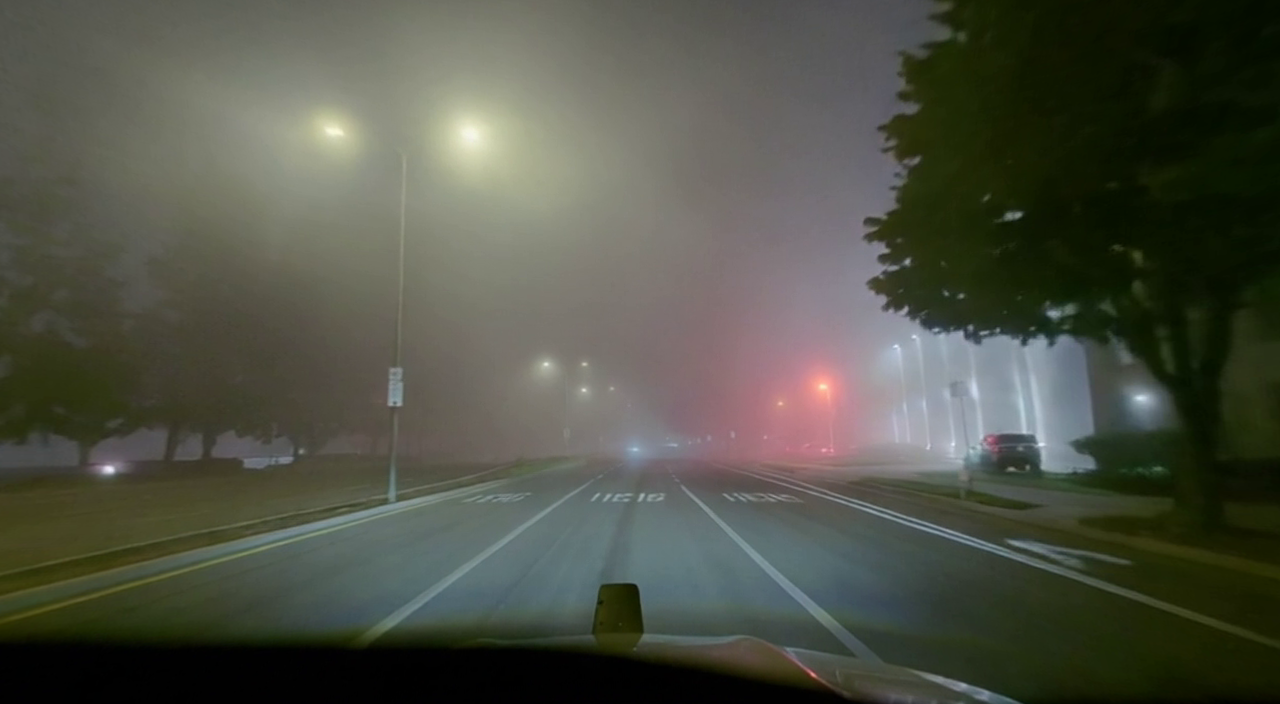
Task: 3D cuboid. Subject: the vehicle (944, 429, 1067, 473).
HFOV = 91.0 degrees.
[{"bbox_3d":[13.628,3.735,23.875,1.879,1.507,4.836,0,-9,2],"label":"vehicle"}]
